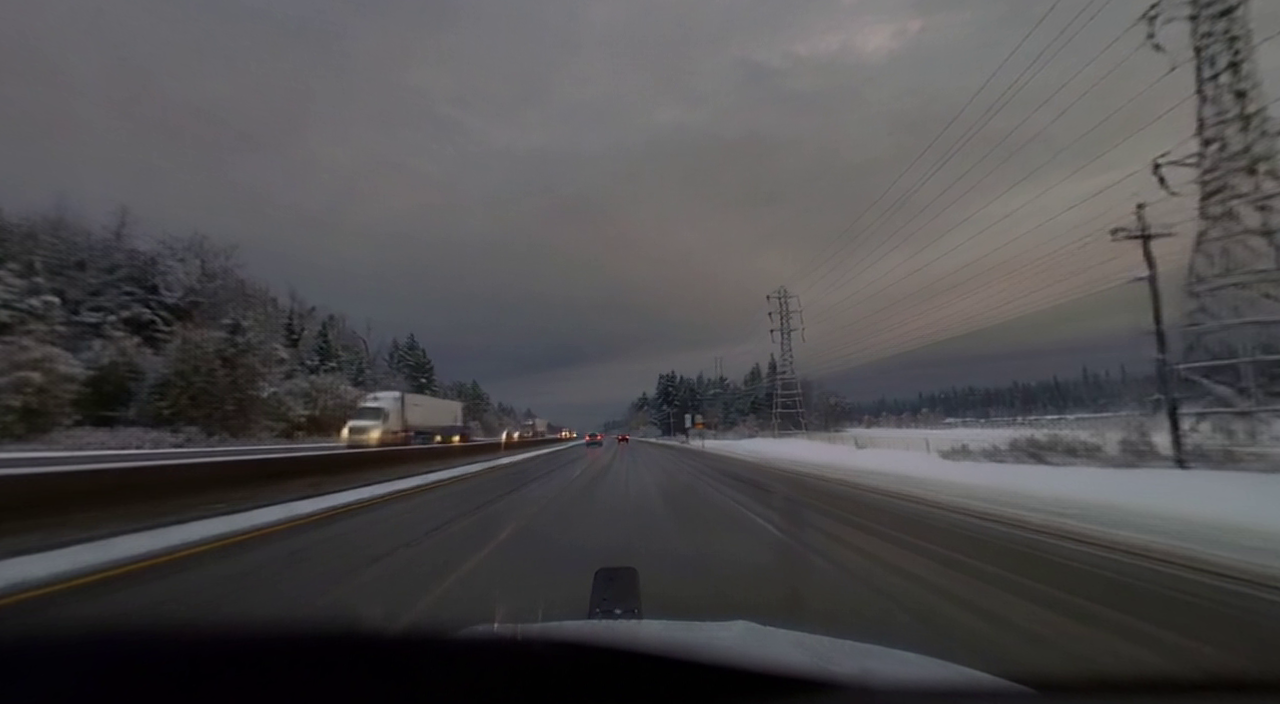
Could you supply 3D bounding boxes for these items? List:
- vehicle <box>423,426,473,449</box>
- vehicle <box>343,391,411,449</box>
[{"bbox_3d":[-12.945,5.794,42.859,2.027,1.453,4.529,0,-8,-1],"label":"vehicle"},{"bbox_3d":[-17.044,4.458,40.990,2.979,3.649,3.176,0,-8,-2],"label":"vehicle"}]
